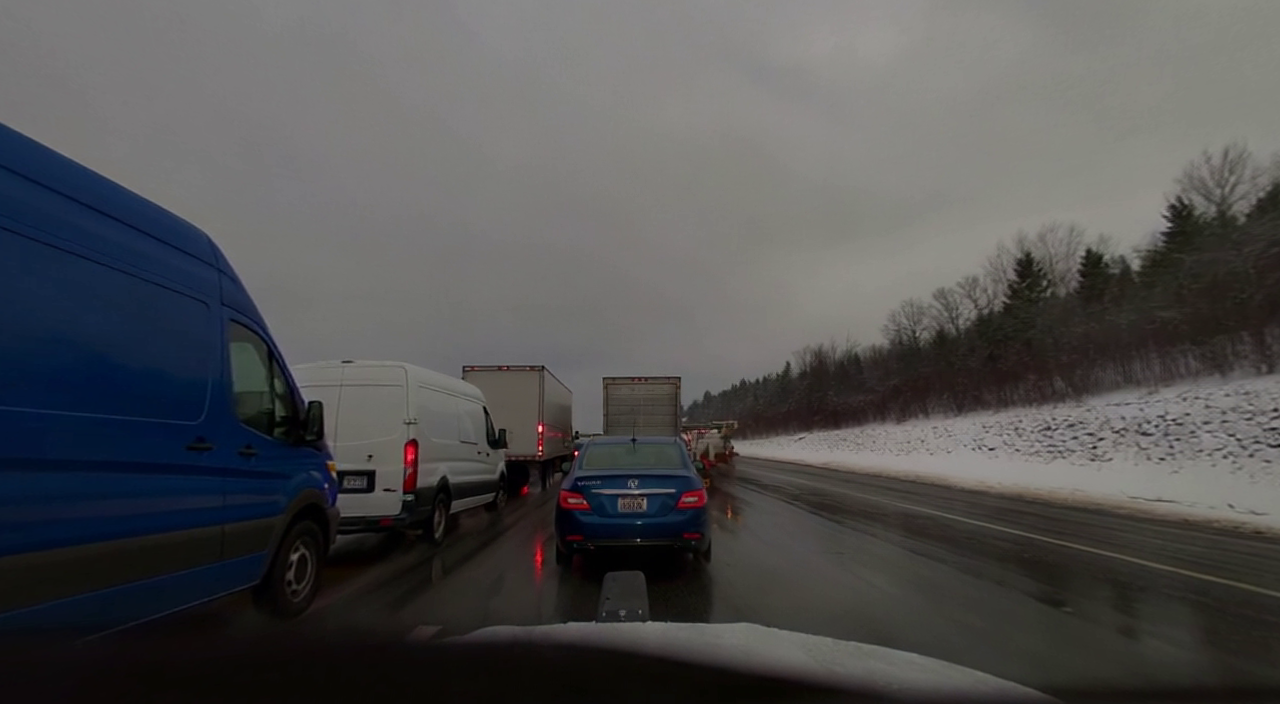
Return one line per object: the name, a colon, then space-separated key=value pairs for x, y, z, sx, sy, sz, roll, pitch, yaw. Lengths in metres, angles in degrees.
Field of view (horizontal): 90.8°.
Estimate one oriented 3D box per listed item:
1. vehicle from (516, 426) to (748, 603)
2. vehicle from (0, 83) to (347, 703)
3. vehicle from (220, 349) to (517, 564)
vehicle: x=-0.104 y=1.668 z=7.207 sx=1.995 sy=1.495 sz=3.380 roll=0 pitch=-9 yaw=-1
vehicle: x=-4.074 y=0.253 z=3.055 sx=2.254 sy=2.879 sz=6.656 roll=0 pitch=-9 yaw=-2
vehicle: x=-4.018 y=1.798 z=11.284 sx=2.349 sy=2.643 sz=6.807 roll=0 pitch=-9 yaw=-1
